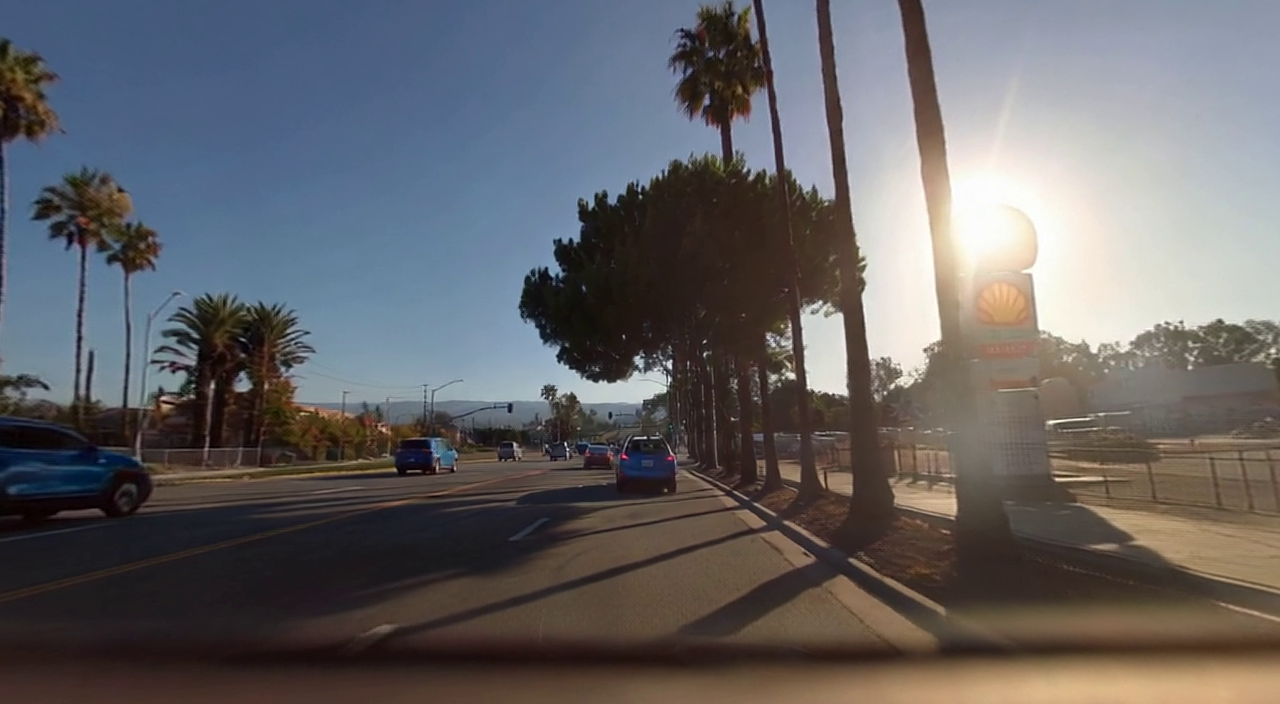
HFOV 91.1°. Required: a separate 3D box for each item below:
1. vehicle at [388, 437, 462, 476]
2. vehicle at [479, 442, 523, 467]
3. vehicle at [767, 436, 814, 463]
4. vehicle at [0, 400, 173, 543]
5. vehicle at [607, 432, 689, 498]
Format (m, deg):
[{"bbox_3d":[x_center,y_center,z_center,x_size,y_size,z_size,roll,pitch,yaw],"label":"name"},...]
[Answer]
[{"bbox_3d":[-10.307,5.052,30.472,1.965,1.743,4.327,0,-9,1],"label":"vehicle"},{"bbox_3d":[-10.214,7.565,46.517,1.998,1.731,4.952,0,-9,1],"label":"vehicle"},{"bbox_3d":[8.517,5.475,35.280,1.837,1.416,3.947,-4,-9,23],"label":"vehicle"},{"bbox_3d":[-9.890,1.685,8.962,2.269,1.934,5.350,0,-9,0],"label":"vehicle"},{"bbox_3d":[0.256,3.242,18.342,2.121,1.710,3.893,0,-9,1],"label":"vehicle"}]
